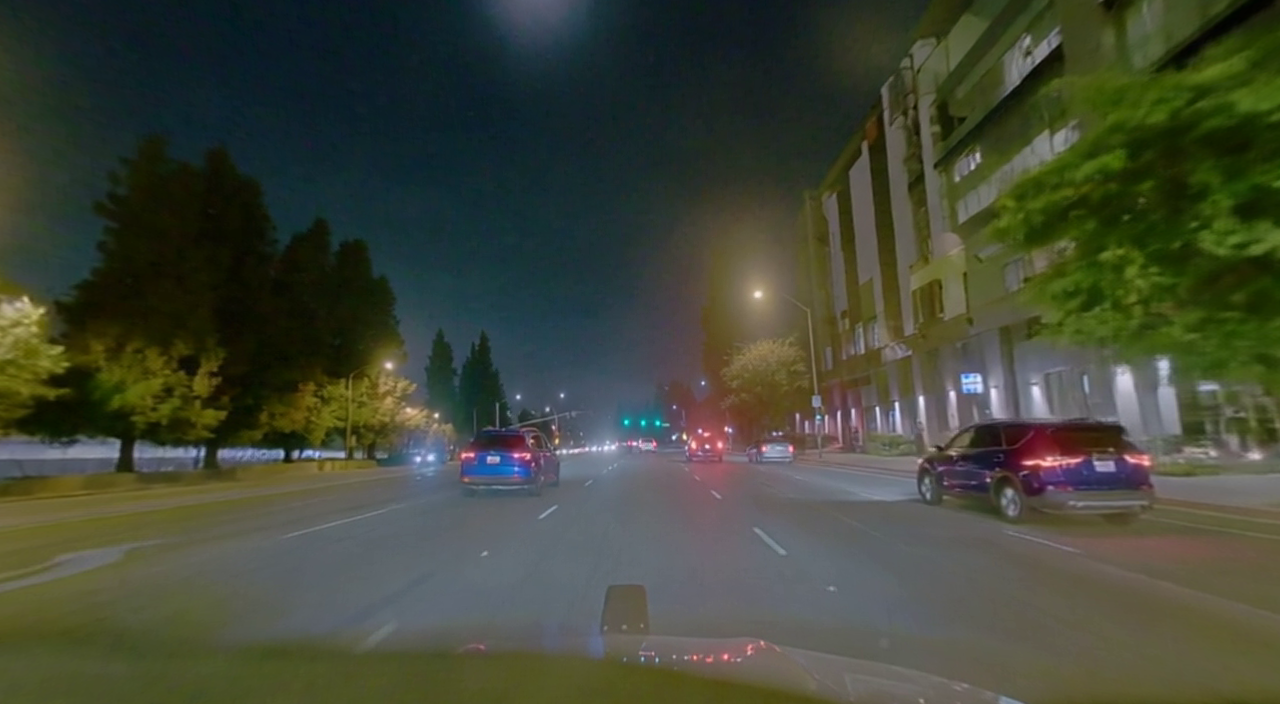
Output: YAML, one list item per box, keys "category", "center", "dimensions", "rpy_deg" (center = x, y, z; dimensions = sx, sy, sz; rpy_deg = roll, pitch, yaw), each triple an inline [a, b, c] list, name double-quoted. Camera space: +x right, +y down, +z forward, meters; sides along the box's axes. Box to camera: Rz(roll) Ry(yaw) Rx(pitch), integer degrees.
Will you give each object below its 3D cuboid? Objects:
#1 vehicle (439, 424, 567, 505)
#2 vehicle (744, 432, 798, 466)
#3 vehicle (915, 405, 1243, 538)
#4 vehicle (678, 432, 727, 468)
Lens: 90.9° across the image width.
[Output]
- category: "vehicle"
  center: [-3.189, 2.736, 15.708]
  dimensions: [2.141, 1.719, 4.379]
  rpy_deg: [0, -9, 1]
- category: "vehicle"
  center: [7.431, 5.537, 36.139]
  dimensions: [2.076, 1.793, 4.464]
  rpy_deg: [0, -9, -1]
- category: "vehicle"
  center: [6.536, 1.846, 10.269]
  dimensions: [2.088, 1.666, 4.512]
  rpy_deg: [0, -9, 0]
- category: "vehicle"
  center: [3.360, 5.414, 34.889]
  dimensions: [2.178, 1.804, 4.766]
  rpy_deg: [0, -9, 0]
